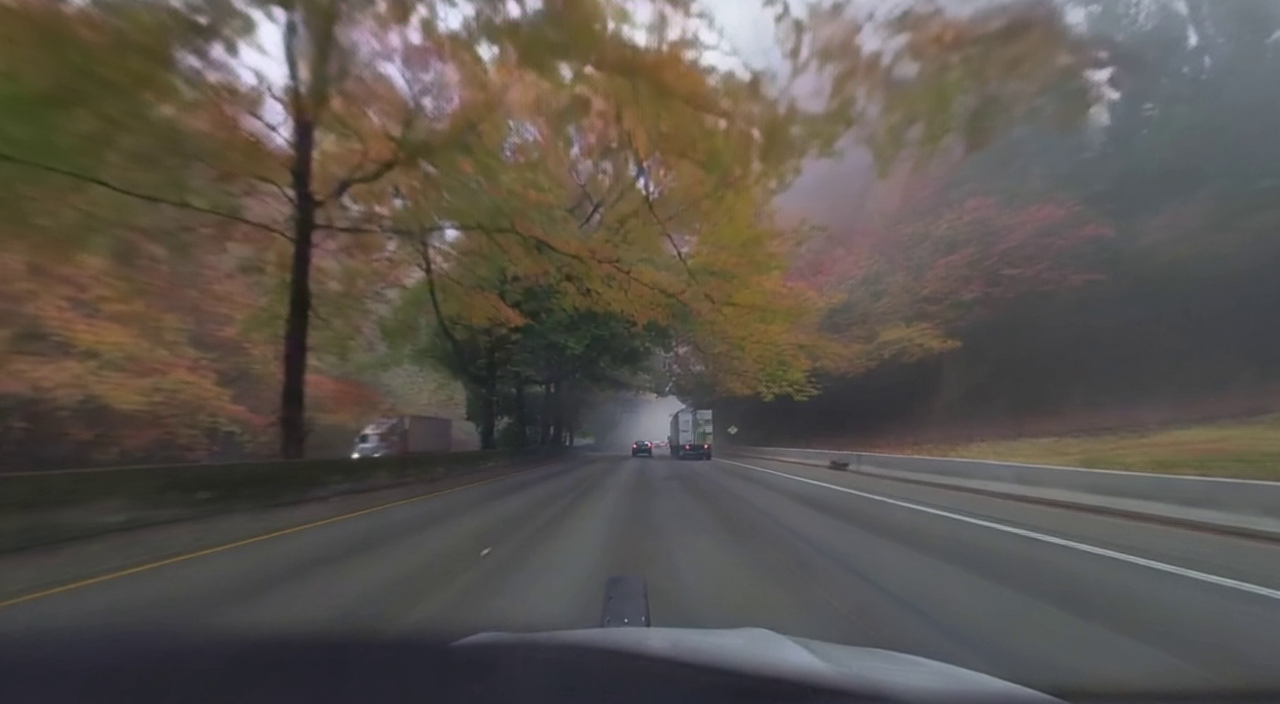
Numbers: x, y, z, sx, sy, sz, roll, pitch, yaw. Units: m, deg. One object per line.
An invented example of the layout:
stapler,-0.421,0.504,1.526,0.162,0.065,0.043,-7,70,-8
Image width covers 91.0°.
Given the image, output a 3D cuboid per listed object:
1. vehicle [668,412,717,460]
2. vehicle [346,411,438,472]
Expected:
vehicle,3.996,6.709,49.966,2.932,3.425,7.941,0,-8,-2
vehicle,-19.197,7.079,49.650,2.923,4.256,10.164,0,-8,1
